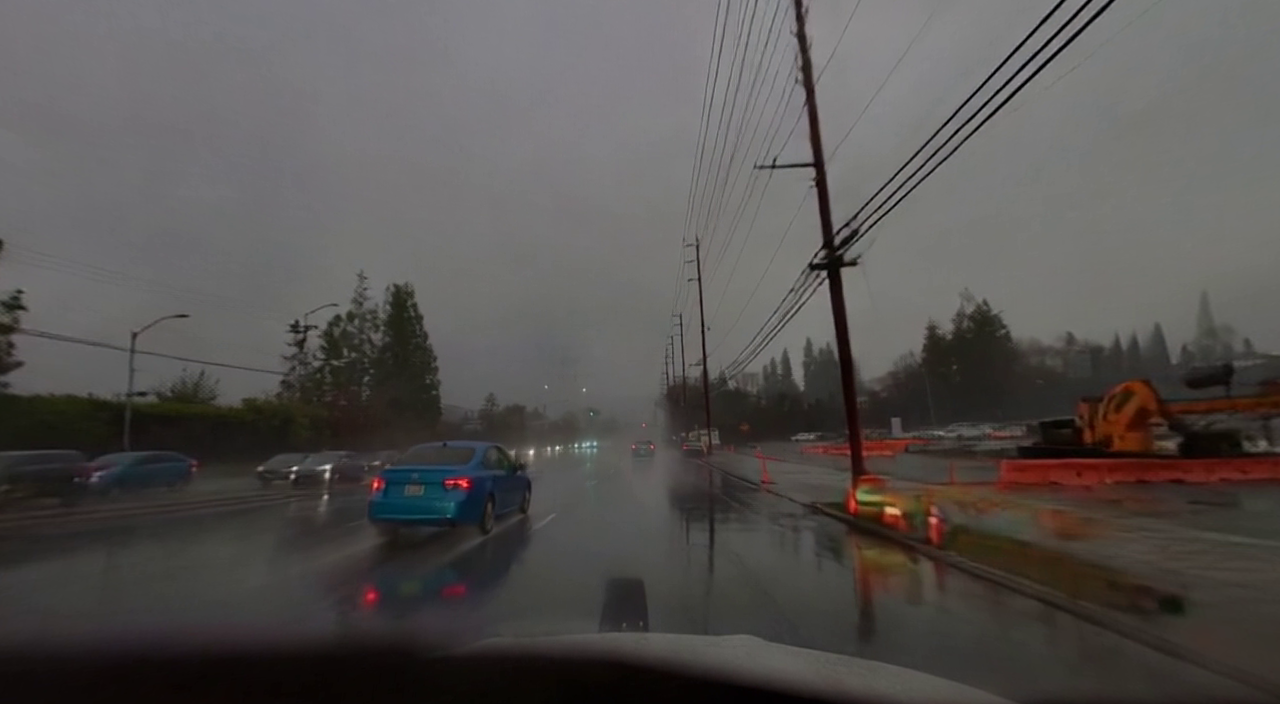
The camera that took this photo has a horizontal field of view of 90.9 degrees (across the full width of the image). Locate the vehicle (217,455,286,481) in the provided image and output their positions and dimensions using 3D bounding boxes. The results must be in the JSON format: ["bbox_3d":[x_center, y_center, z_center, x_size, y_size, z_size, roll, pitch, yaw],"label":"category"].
[{"bbox_3d":[-25.649,7.663,41.841,1.833,1.510,4.388,0,-8,-2],"label":"vehicle"}]

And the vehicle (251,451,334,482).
[{"bbox_3d":[-18.528,6.106,33.899,1.979,1.470,4.571,0,-8,-1],"label":"vehicle"}]

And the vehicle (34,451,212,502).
[{"bbox_3d":[-17.363,4.176,21.597,1.988,1.491,4.768,0,-8,2],"label":"vehicle"}]

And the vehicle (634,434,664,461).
[{"bbox_3d":[0.593,6.936,45.659,2.060,1.845,4.151,0,-8,0],"label":"vehicle"}]

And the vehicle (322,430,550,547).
[{"bbox_3d":[-2.975,2.113,10.566,2.087,1.480,4.825,0,-8,2],"label":"vehicle"}]
